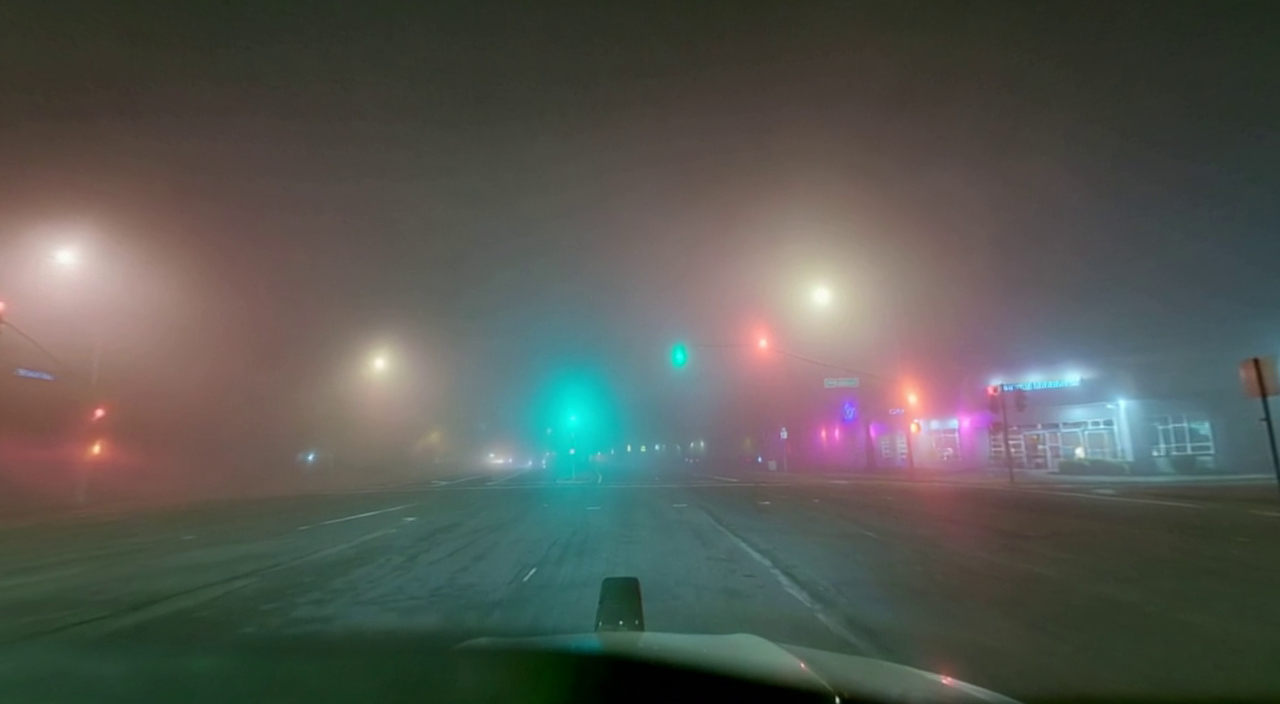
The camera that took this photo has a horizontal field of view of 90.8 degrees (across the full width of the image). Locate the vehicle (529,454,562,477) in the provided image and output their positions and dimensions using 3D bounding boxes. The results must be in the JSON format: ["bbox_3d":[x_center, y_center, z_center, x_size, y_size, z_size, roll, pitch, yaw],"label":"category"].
[{"bbox_3d":[-6.581,7.911,44.326,1.894,1.474,4.332,0,-8,-3],"label":"vehicle"}]
